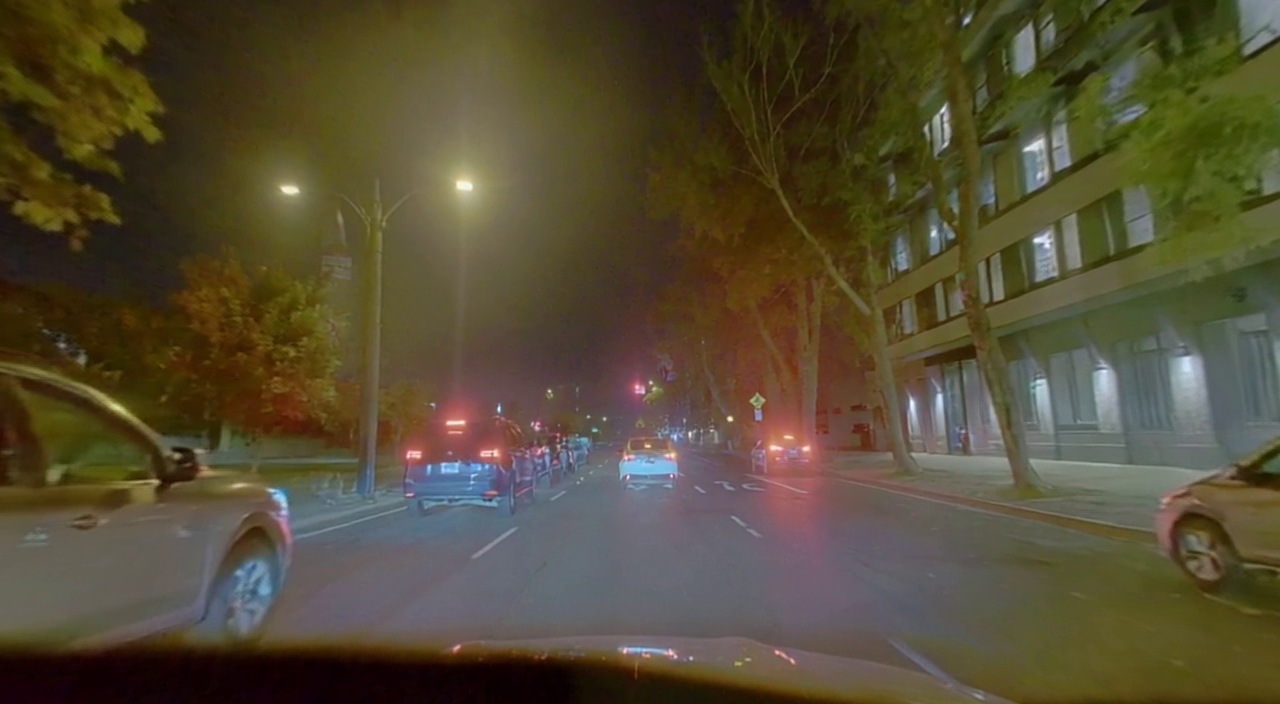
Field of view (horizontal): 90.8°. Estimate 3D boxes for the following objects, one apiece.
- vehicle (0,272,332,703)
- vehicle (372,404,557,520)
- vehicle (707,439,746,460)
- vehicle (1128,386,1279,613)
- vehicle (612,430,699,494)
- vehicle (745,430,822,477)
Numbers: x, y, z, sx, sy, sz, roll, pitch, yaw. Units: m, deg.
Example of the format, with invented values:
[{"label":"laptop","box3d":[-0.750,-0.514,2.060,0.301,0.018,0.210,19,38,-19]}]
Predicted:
[{"label":"vehicle","box3d":[-3.434,0.694,2.228,2.223,1.957,4.845,0,-9,0]},{"label":"vehicle","box3d":[-3.326,2.241,13.243,2.487,1.978,4.628,0,-9,0]},{"label":"vehicle","box3d":[6.225,7.081,45.895,1.986,1.477,4.510,0,-9,-3]},{"label":"vehicle","box3d":[6.517,1.172,4.820,1.997,1.943,4.409,0,-9,0]},{"label":"vehicle","box3d":[0.313,3.112,18.176,2.201,1.589,3.843,0,-9,-3]},{"label":"vehicle","box3d":[6.332,4.540,28.487,2.300,1.903,4.579,0,-9,-1]}]
